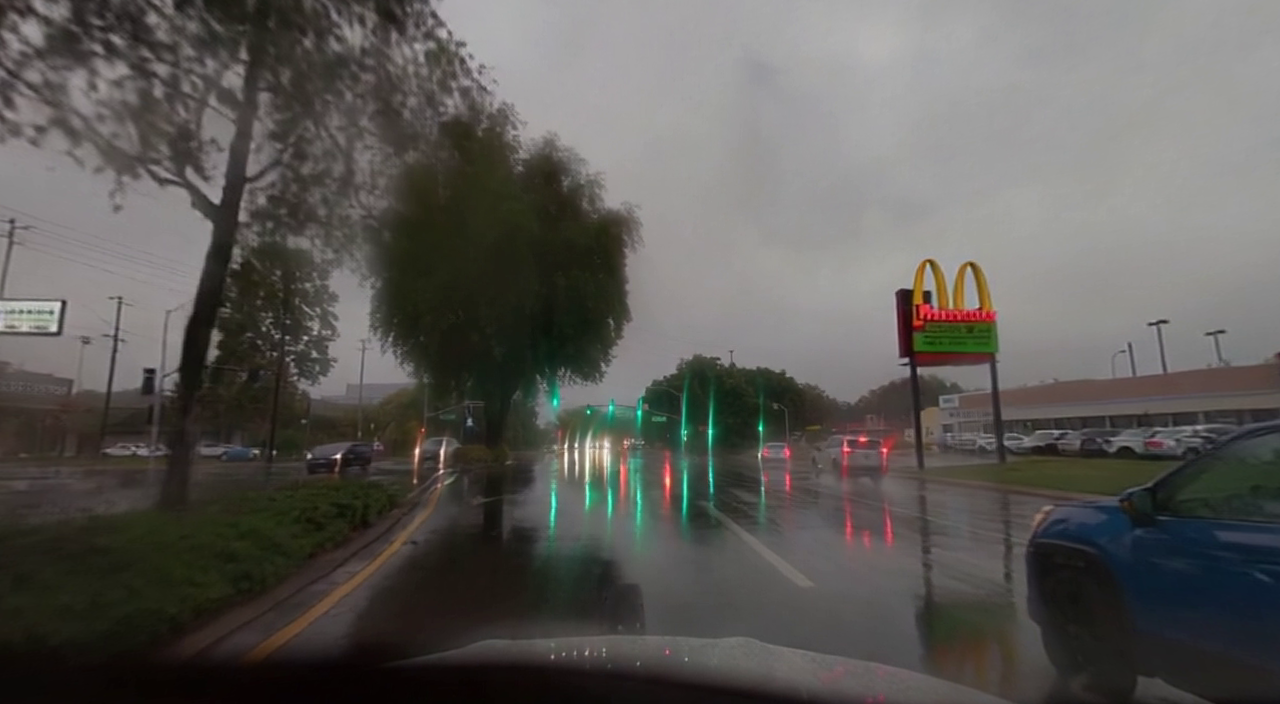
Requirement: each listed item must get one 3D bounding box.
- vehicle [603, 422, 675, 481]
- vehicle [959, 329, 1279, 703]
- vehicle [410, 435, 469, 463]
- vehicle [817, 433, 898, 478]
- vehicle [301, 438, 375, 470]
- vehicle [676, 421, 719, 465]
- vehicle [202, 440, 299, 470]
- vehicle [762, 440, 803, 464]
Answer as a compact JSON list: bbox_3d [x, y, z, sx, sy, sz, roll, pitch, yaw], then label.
[{"bbox_3d":[-0.077,3.642,23.234,2.402,1.938,4.535,0,-8,-1],"label":"vehicle"},{"bbox_3d":[3.381,0.784,2.316,2.076,1.716,4.416,0,-8,0],"label":"vehicle"},{"bbox_3d":[-14.285,6.949,45.396,2.311,1.849,4.889,-1,-8,4],"label":"vehicle"},{"bbox_3d":[9.267,4.447,27.293,1.977,1.786,4.344,0,-8,1],"label":"vehicle"},{"bbox_3d":[-18.600,6.299,39.211,2.050,1.797,4.945,0,-8,1],"label":"vehicle"},{"bbox_3d":[3.578,5.750,40.127,2.239,2.586,4.586,1,-8,-1],"label":"vehicle"},{"bbox_3d":[-27.381,7.242,44.526,5.258,1.970,2.363,-1,-9,3],"label":"vehicle"},{"bbox_3d":[9.603,6.793,42.912,1.879,1.517,4.006,0,-8,0],"label":"vehicle"}]
